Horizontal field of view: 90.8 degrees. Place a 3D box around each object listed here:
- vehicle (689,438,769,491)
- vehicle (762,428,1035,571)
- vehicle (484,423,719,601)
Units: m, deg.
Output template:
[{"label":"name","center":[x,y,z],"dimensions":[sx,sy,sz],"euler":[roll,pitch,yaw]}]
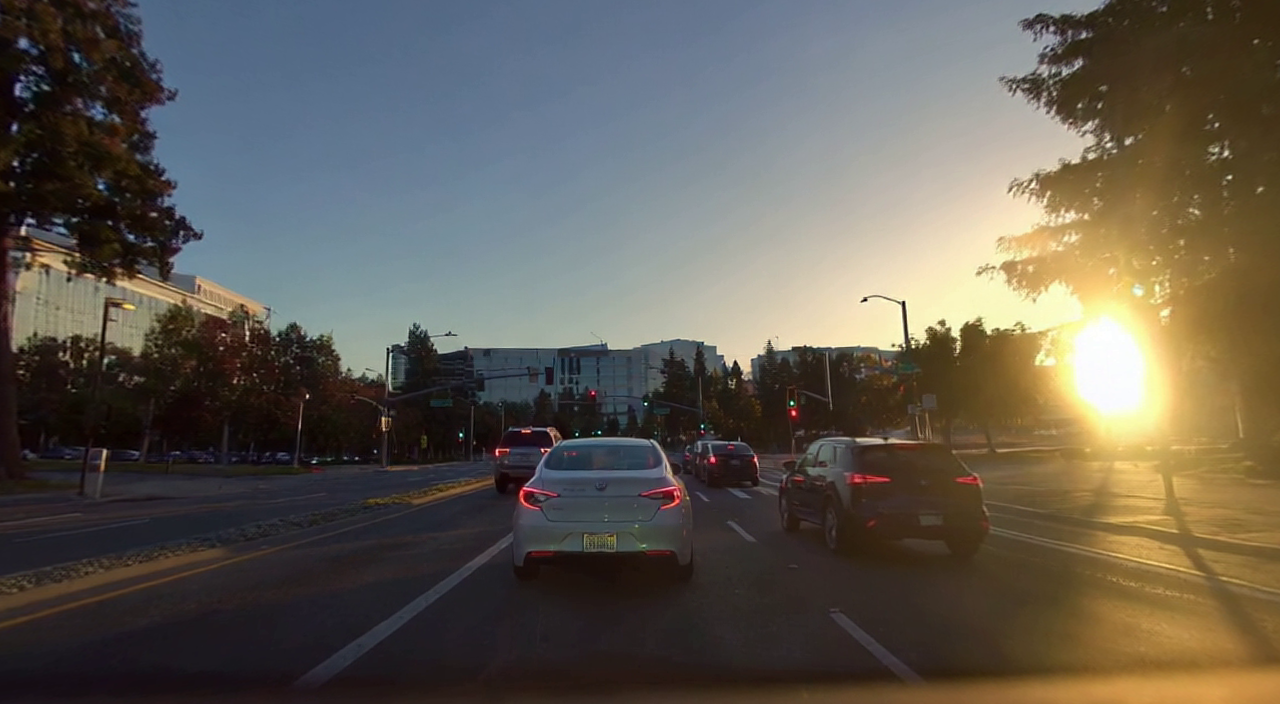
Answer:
[{"label":"vehicle","center":[2.864,3.713,21.194],"dimensions":[1.874,1.556,4.116],"euler":[0,-9,-3]},{"label":"vehicle","center":[3.139,1.873,8.829],"dimensions":[1.910,1.474,4.263],"euler":[0,-9,-1]},{"label":"vehicle","center":[-0.355,1.637,7.237],"dimensions":[2.006,1.487,3.535],"euler":[0,-9,-1]}]
